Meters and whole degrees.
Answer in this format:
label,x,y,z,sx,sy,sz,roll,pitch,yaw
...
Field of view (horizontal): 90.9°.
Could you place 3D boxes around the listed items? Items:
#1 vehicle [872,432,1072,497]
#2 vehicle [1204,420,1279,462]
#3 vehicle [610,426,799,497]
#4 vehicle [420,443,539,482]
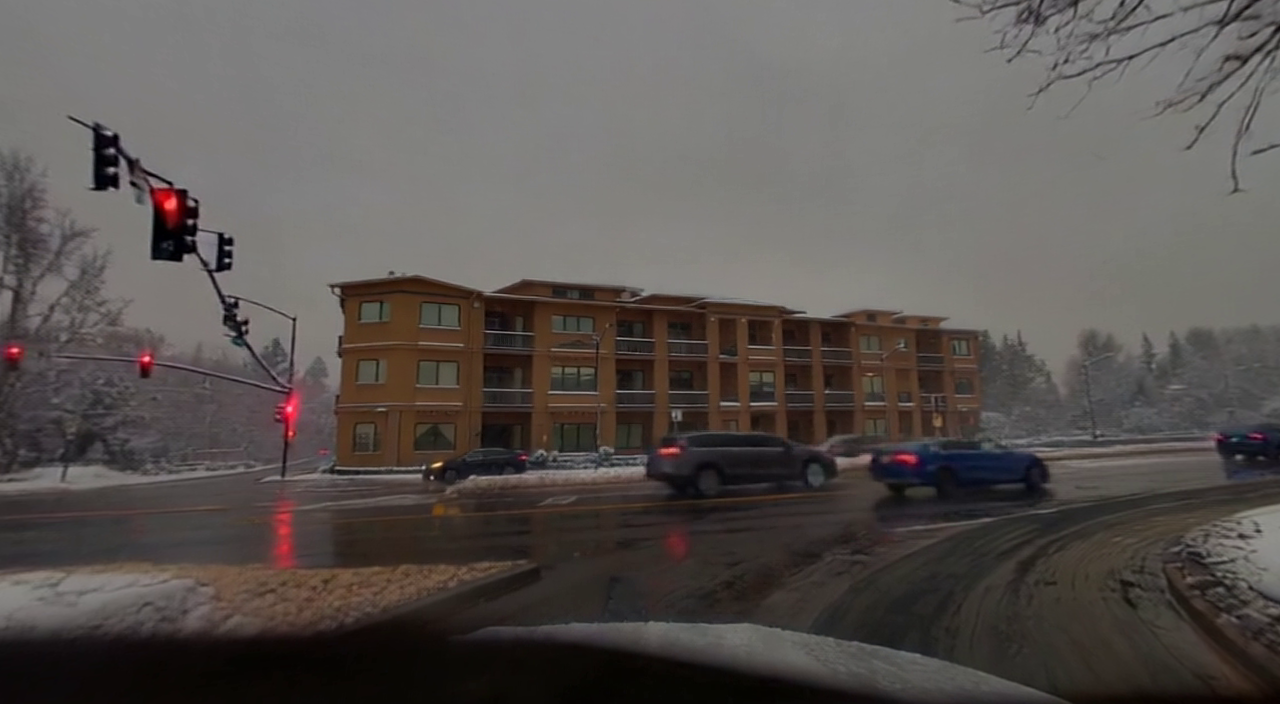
label,x,y,z,sx,sy,sz,roll,pitch,yaw
vehicle,8.354,2.773,15.913,4.521,1.433,1.943,3,-9,-23
vehicle,27.288,3.893,27.590,4.711,1.688,1.915,3,-9,-23
vehicle,1.736,2.910,17.078,4.683,1.678,1.981,4,-9,-23
vehicle,-6.380,4.358,25.080,4.289,1.415,1.774,4,-9,-24
